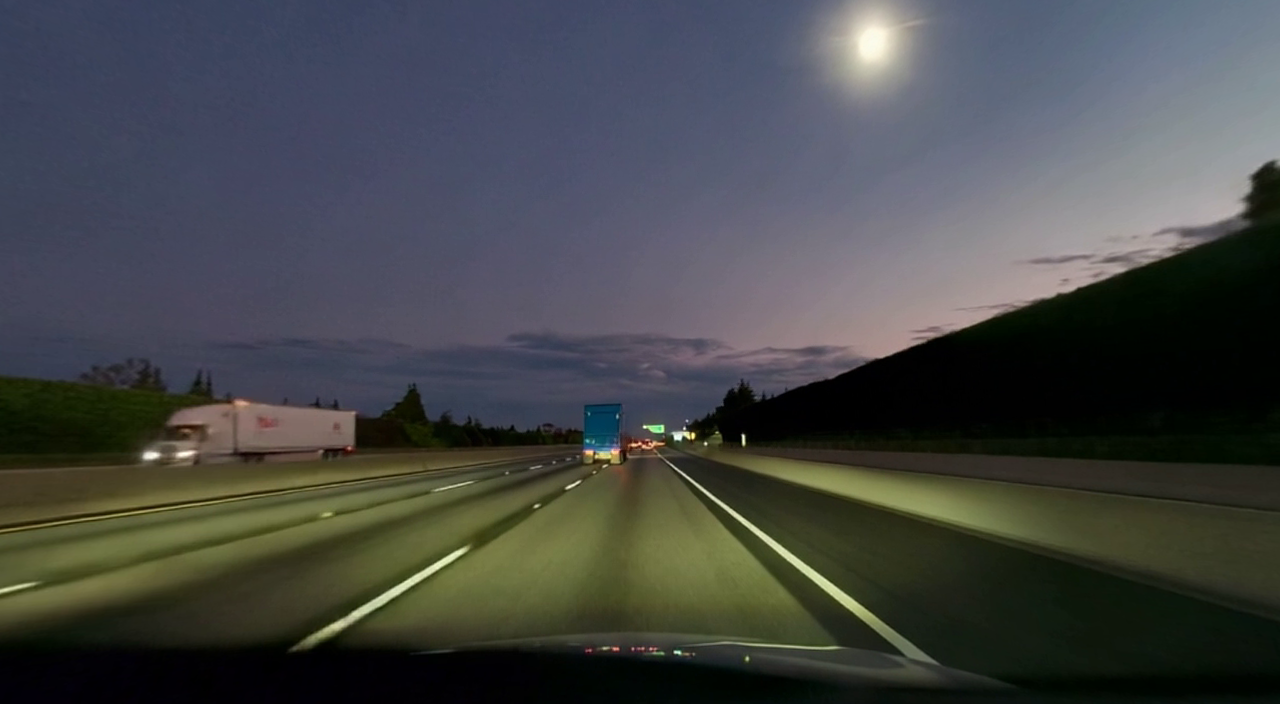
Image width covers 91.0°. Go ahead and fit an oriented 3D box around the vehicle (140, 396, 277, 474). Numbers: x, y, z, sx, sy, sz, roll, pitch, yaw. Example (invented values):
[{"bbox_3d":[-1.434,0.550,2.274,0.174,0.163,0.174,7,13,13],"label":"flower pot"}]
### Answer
[{"bbox_3d":[-22.725,4.446,33.588,2.928,3.764,5.866,0,-8,0],"label":"vehicle"}]
